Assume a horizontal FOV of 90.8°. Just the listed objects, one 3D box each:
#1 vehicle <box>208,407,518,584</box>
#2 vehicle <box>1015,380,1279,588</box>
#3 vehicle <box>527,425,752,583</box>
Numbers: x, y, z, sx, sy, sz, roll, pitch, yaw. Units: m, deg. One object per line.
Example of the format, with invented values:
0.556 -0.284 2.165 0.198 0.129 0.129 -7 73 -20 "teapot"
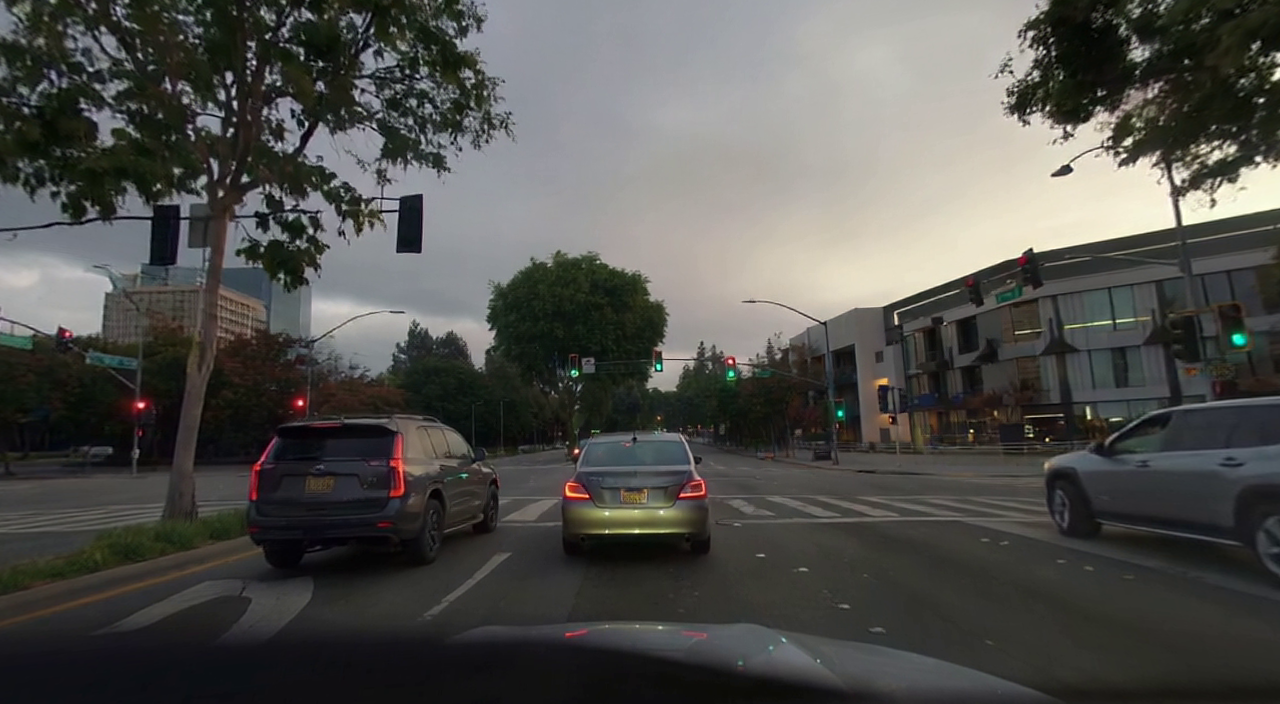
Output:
-3.161 1.734 8.490 2.081 1.719 4.434 0 -8 1 "vehicle"
6.733 1.359 6.856 2.079 1.828 5.323 0 -8 1 "vehicle"
0.010 1.777 8.176 2.190 1.522 3.850 0 -8 1 "vehicle"
